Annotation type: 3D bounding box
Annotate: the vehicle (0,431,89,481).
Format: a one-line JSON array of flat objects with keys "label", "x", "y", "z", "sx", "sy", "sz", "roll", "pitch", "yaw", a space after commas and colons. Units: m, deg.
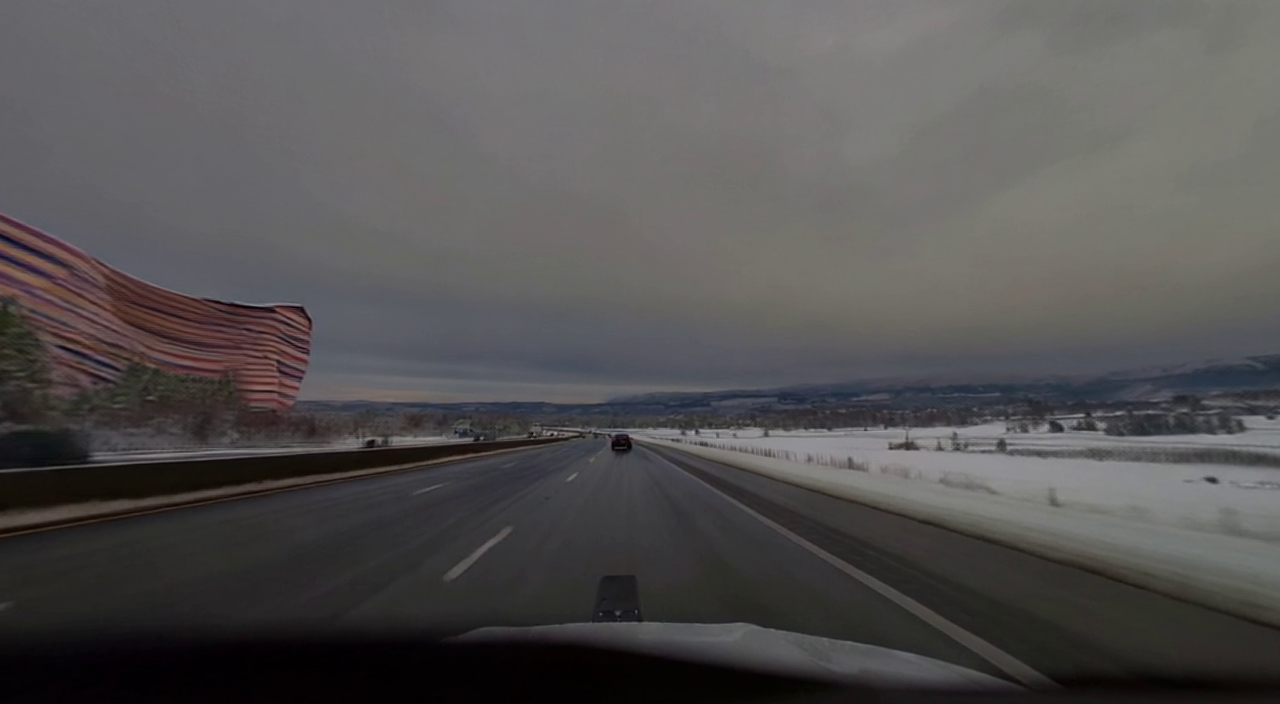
[{"label": "vehicle", "x": -19.927, "y": 3.223, "z": 19.576, "sx": 1.791, "sy": 1.467, "sz": 4.207, "roll": 0, "pitch": -8, "yaw": -1}]
